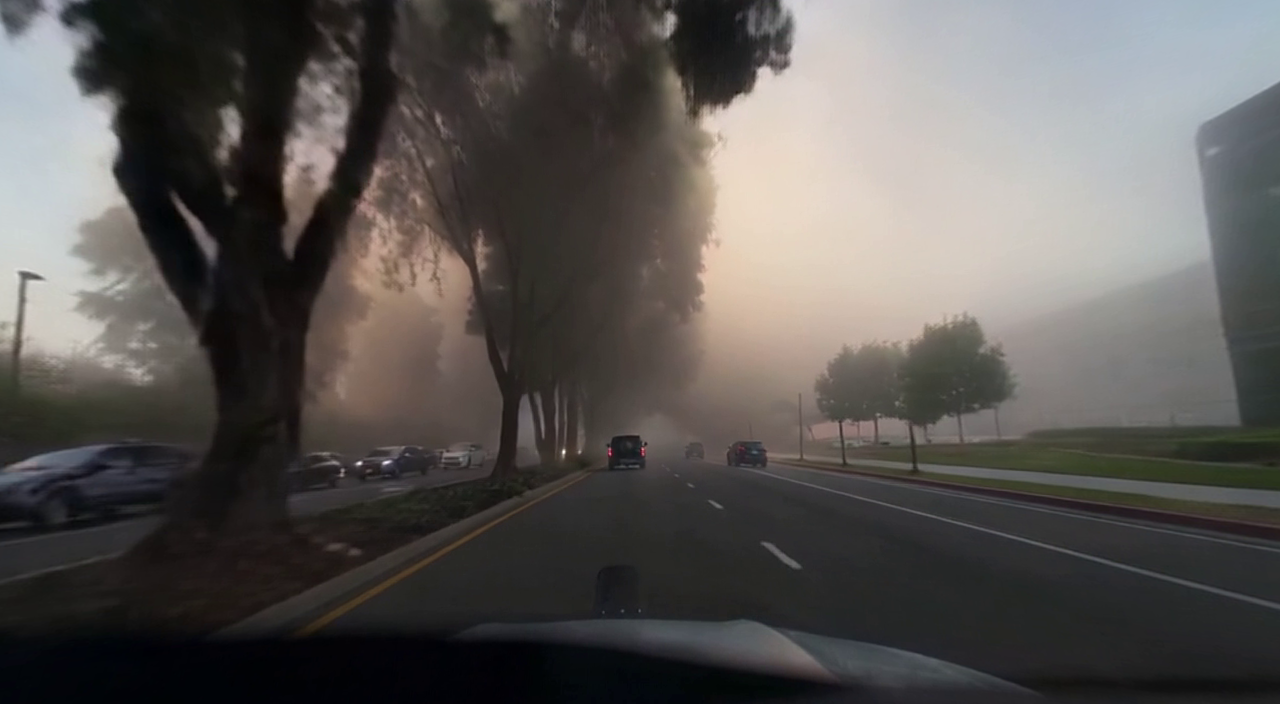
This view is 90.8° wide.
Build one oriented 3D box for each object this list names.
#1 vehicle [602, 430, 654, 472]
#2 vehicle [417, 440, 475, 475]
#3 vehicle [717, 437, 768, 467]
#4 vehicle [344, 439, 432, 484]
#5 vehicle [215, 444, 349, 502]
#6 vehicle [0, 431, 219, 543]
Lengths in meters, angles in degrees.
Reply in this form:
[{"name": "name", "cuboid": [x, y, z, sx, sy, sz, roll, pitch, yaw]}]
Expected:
[{"name": "vehicle", "cuboid": [-0.584, 5.049, 32.241, 2.411, 1.937, 5.186, 0, -8, 0]}, {"name": "vehicle", "cuboid": [-11.550, 6.271, 37.943, 2.082, 1.824, 4.840, -2, -7, -1]}, {"name": "vehicle", "cuboid": [6.570, 6.460, 41.083, 2.364, 1.781, 4.854, 1, -8, -1]}, {"name": "vehicle", "cuboid": [-11.392, 4.960, 28.991, 2.042, 1.822, 4.913, 0, -8, -1]}, {"name": "vehicle", "cuboid": [-11.448, 3.840, 20.618, 1.899, 1.607, 4.297, -1, -8, -1]}, {"name": "vehicle", "cuboid": [-11.083, 2.541, 12.661, 2.093, 1.816, 4.559, 0, -8, 0]}]
